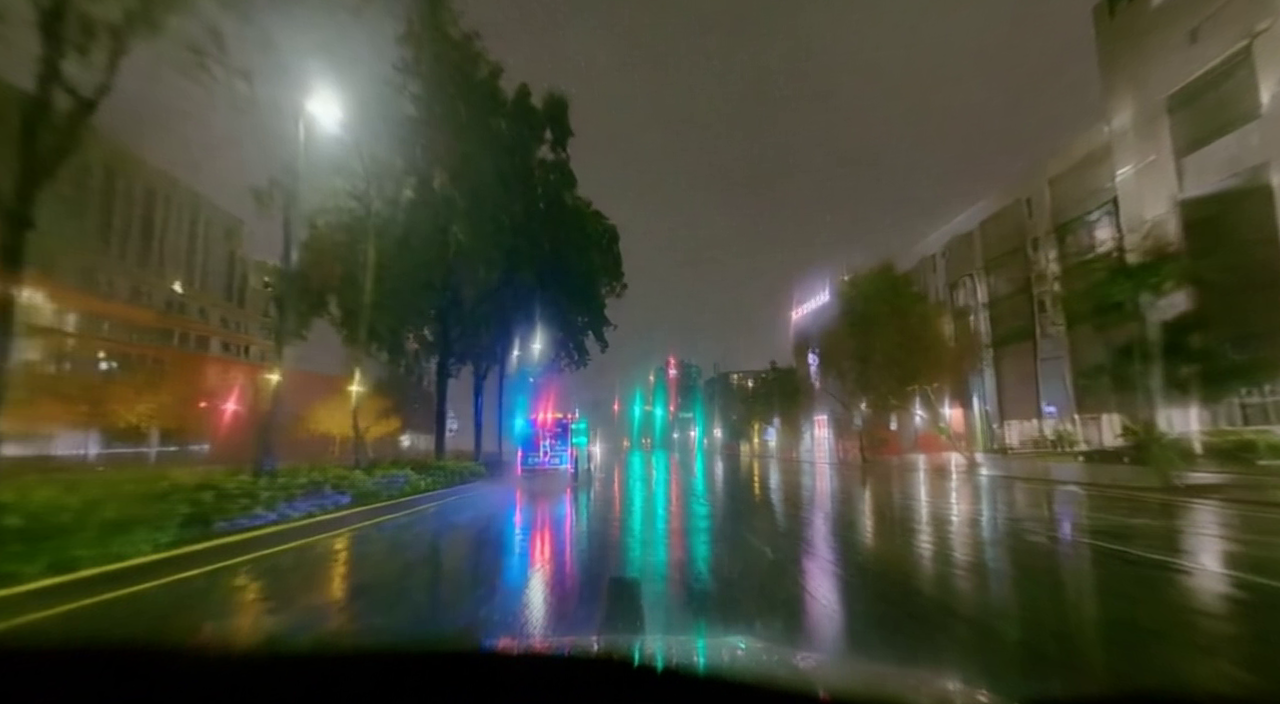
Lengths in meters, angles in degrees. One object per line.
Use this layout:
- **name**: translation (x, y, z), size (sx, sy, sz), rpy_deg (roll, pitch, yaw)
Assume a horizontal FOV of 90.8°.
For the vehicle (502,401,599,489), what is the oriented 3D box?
- **vehicle**: translation (-3.038, 3.420, 23.154), size (2.633, 2.787, 5.796), rpy_deg (0, -9, 1)
